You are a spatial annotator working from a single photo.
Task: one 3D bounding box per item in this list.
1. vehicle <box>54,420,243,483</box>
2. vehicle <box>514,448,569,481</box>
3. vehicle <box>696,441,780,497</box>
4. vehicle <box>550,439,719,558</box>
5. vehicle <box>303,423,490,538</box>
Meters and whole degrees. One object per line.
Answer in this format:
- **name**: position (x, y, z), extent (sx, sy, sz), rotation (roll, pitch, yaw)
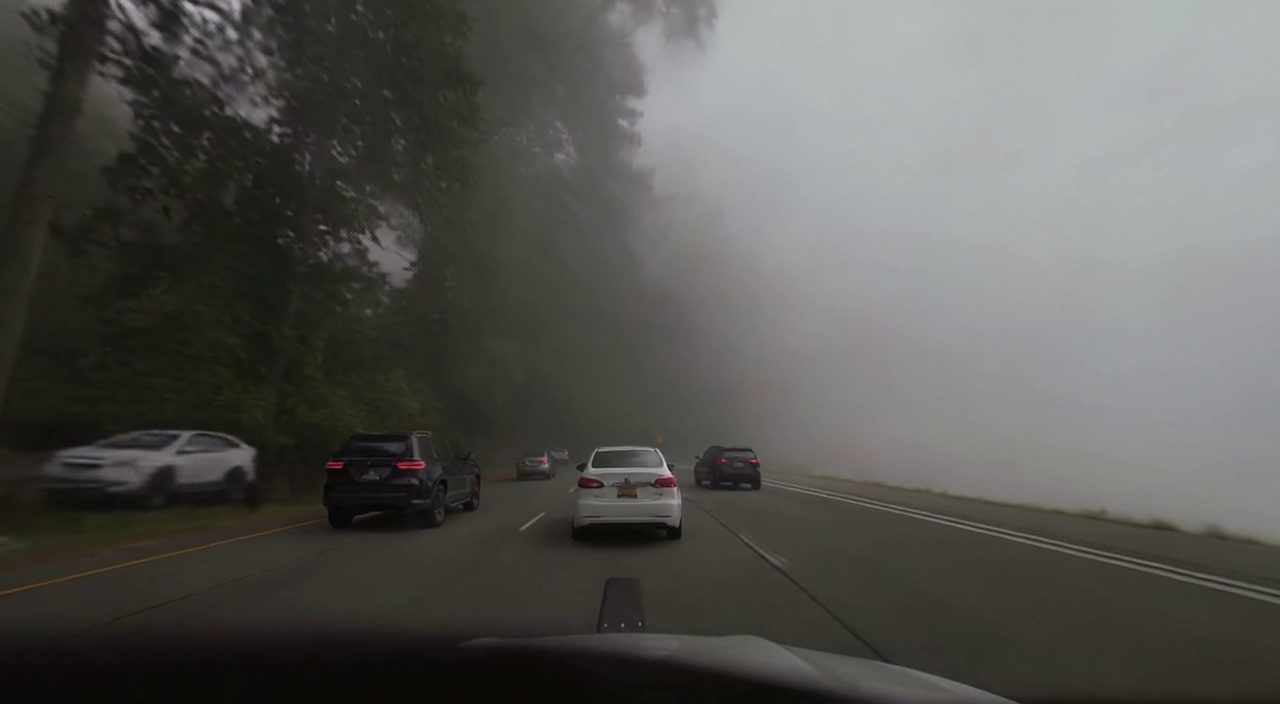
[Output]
- **vehicle**: position (-12.842, 2.652, 16.870), extent (1.798, 1.462, 4.069), rotation (0, -9, -1)
- **vehicle**: position (-4.704, 5.414, 30.627), extent (2.122, 1.491, 3.800), rotation (0, -9, -1)
- **vehicle**: position (3.176, 3.888, 21.353), extent (1.996, 1.688, 4.207), rotation (0, -9, -2)
- **vehicle**: position (-0.131, 2.181, 10.110), extent (2.120, 1.478, 4.179), rotation (0, -9, -2)
- **vehicle**: position (-4.127, 2.238, 11.519), extent (1.830, 1.703, 4.142), rotation (0, -9, -2)
